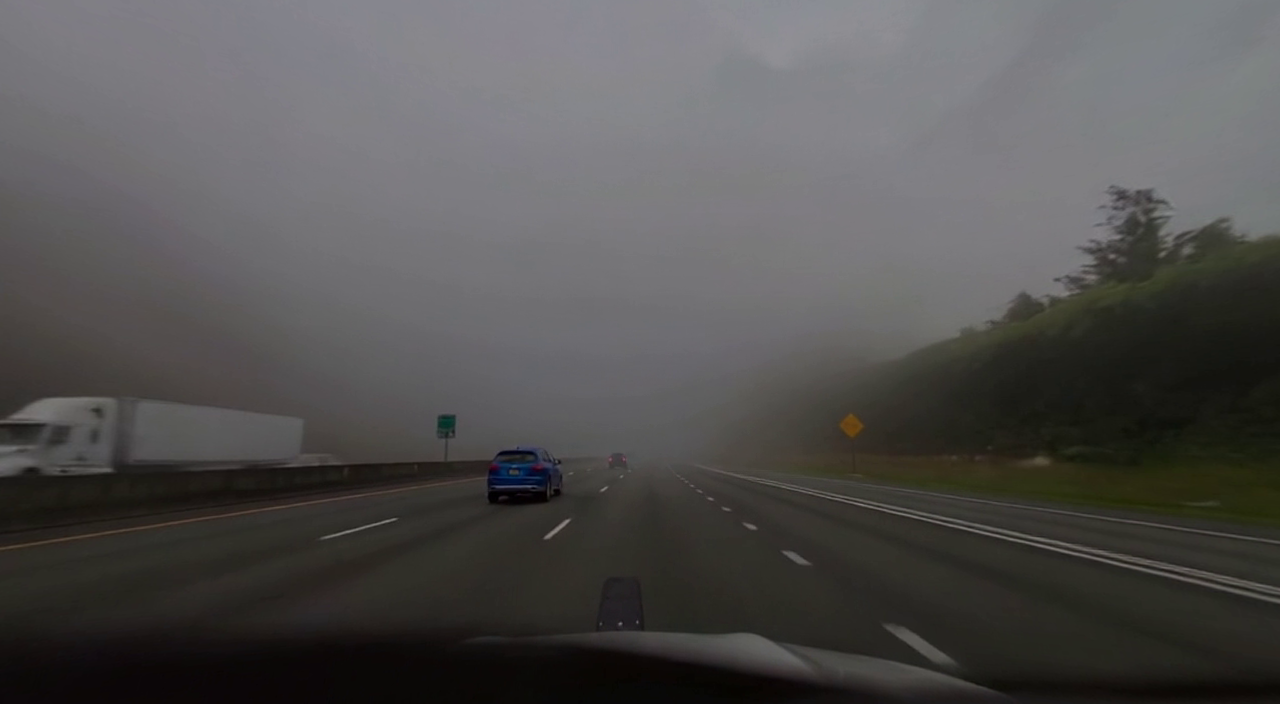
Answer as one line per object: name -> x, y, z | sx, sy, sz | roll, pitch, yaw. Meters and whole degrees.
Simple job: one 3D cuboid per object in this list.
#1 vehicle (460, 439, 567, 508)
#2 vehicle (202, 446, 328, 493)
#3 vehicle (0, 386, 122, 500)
vehicle -> -3.286, 3.251, 17.329 | 2.016, 1.623, 4.126 | 0, -9, 1
vehicle -> -14.955, 4.666, 25.582 | 2.011, 1.695, 4.820 | 0, -9, 2
vehicle -> -23.012, 3.457, 24.042 | 2.979, 3.977, 3.790 | 0, -9, 1
